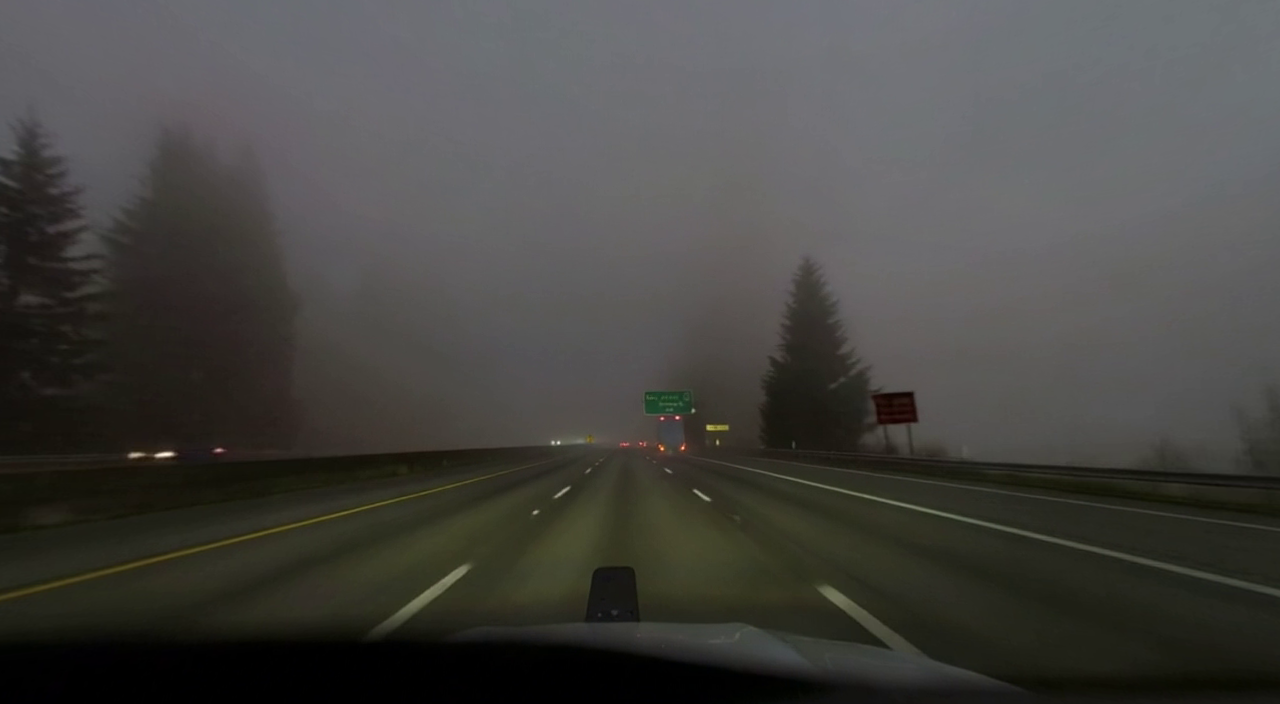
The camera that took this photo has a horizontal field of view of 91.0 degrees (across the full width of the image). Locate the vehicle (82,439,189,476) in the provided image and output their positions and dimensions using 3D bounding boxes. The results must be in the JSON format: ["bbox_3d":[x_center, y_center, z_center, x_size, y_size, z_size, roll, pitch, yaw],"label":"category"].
[{"bbox_3d":[-21.753,4.545,27.333,1.687,1.460,3.630,0,-8,-1],"label":"vehicle"}]

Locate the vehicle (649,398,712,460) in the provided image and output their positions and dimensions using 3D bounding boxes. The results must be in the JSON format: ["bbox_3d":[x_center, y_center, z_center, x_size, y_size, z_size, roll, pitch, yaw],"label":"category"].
[{"bbox_3d":[2.823,5.984,47.953,3.828,4.143,10.369,0,-8,-2],"label":"vehicle"}]
